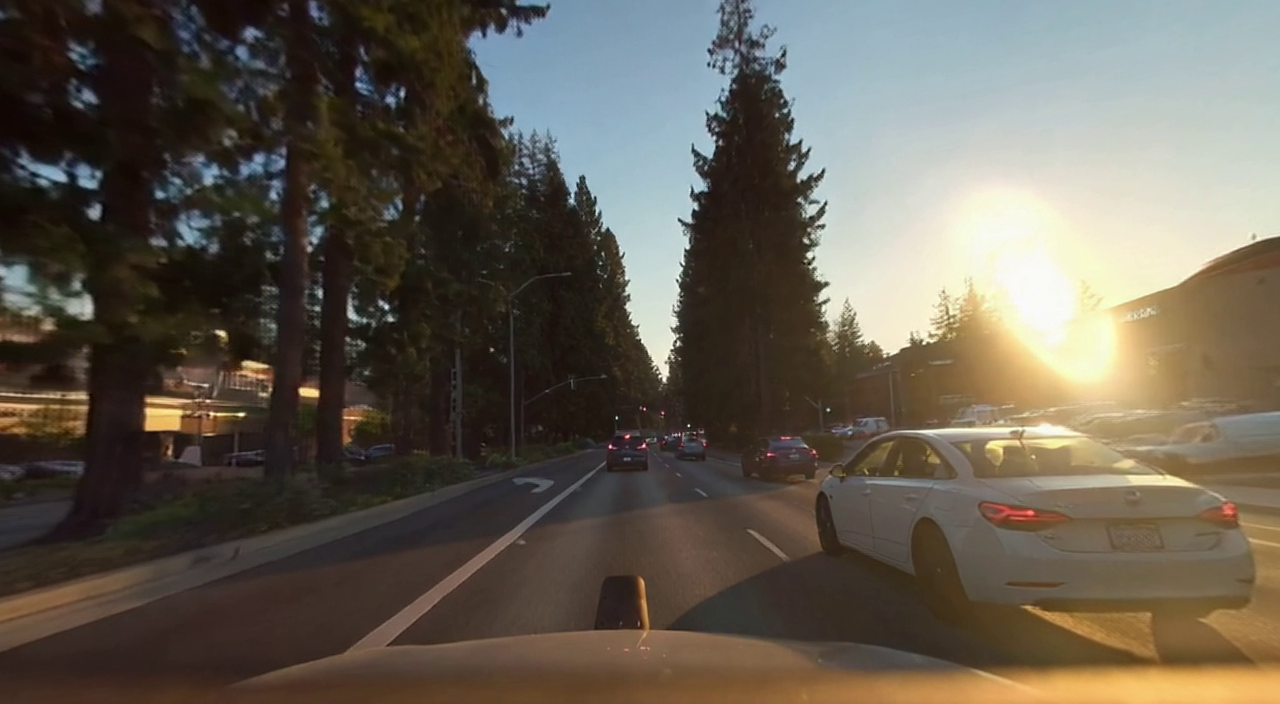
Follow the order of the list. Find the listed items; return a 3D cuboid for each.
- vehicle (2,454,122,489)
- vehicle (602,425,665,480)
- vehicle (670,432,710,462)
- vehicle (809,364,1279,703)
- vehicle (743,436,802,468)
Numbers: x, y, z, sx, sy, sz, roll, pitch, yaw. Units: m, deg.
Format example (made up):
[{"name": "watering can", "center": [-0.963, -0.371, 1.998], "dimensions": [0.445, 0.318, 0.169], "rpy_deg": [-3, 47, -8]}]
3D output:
[{"name": "vehicle", "center": [-30.247, 6.242, 33.150], "dimensions": [4.228, 1.680, 2.024], "rpy_deg": [0, -9, 1]}, {"name": "vehicle", "center": [-0.250, 3.683, 23.286], "dimensions": [2.106, 1.798, 4.168], "rpy_deg": [0, -8, -1]}, {"name": "vehicle", "center": [3.078, 5.981, 39.656], "dimensions": [2.000, 1.745, 4.206], "rpy_deg": [0, -8, -2]}, {"name": "vehicle", "center": [3.155, 1.213, 5.264], "dimensions": [2.153, 1.658, 4.485], "rpy_deg": [0, -8, -1]}, {"name": "vehicle", "center": [6.340, 4.860, 30.811], "dimensions": [1.883, 1.452, 4.258], "rpy_deg": [0, -8, -1]}]
